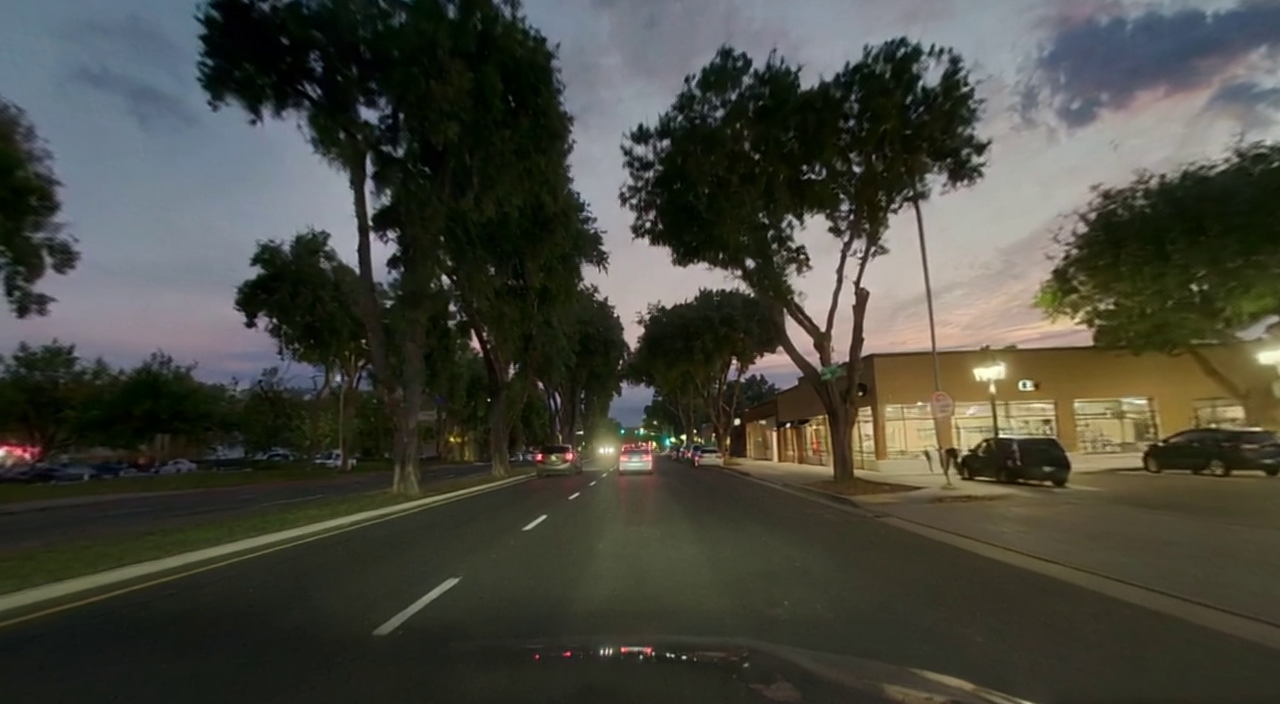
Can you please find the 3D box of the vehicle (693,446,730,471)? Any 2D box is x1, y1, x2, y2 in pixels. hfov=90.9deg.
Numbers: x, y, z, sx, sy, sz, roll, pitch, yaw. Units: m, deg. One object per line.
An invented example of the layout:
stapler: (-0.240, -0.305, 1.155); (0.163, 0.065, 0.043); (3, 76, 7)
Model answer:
vehicle: (4.502, 6.756, 40.283); (1.896, 1.451, 4.329); (0, -8, 0)

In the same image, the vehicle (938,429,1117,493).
vehicle: (10.194, 2.905, 17.107); (1.998, 1.494, 4.411); (0, -8, -1)

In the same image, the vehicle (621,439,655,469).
vehicle: (-0.147, 6.576, 40.780); (2.075, 1.770, 4.018); (0, -8, -1)

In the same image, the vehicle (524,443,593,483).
vehicle: (-3.239, 4.517, 25.988); (2.151, 1.484, 4.468); (0, -8, 1)

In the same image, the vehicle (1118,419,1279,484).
vehicle: (15.483, 2.631, 16.779); (2.000, 1.494, 4.382); (0, -8, -1)
